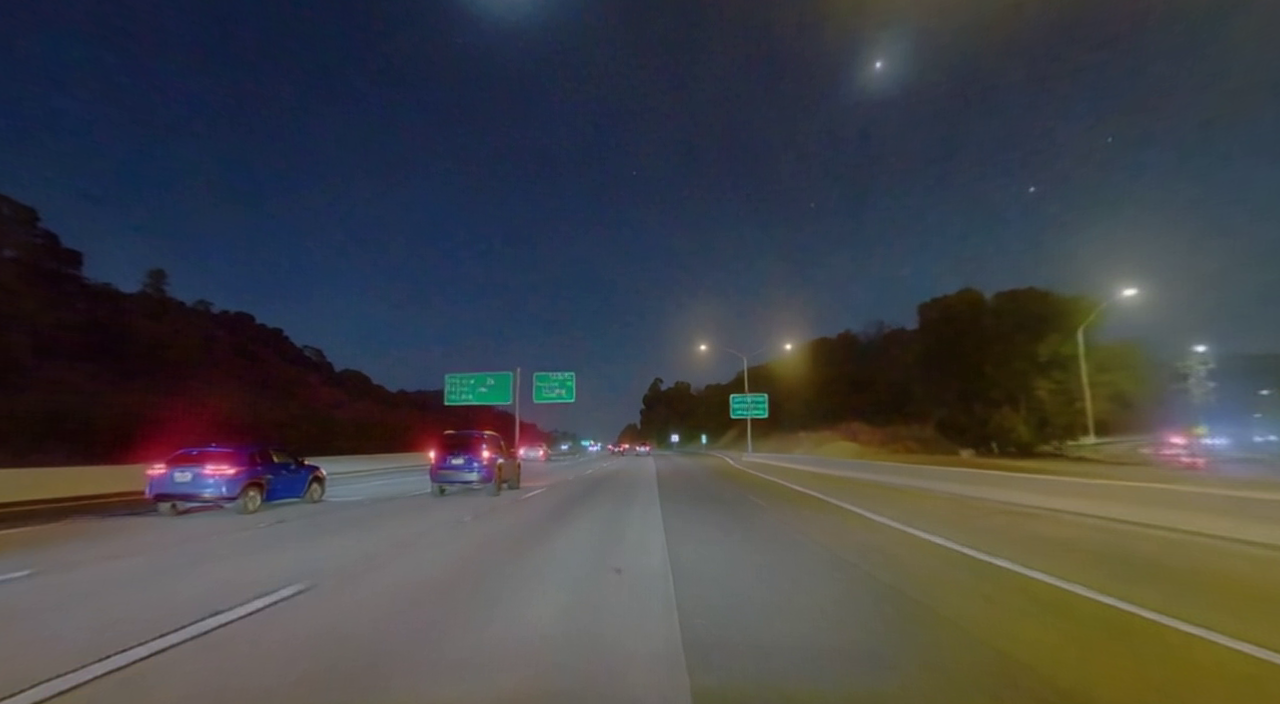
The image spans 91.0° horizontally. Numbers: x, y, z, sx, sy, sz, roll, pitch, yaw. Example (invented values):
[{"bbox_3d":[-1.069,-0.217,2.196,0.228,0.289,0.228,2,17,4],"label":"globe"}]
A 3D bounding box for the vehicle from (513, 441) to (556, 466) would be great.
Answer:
[{"bbox_3d":[-7.216,7.028,43.675,2.069,1.636,4.483,0,-9,2],"label":"vehicle"}]

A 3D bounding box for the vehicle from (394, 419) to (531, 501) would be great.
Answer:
[{"bbox_3d":[-4.690,2.965,17.613,2.219,1.947,4.924,0,-9,2],"label":"vehicle"}]

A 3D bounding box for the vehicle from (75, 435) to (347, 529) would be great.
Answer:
[{"bbox_3d":[-8.286,2.537,12.948,1.984,1.508,4.935,0,-9,2],"label":"vehicle"}]
